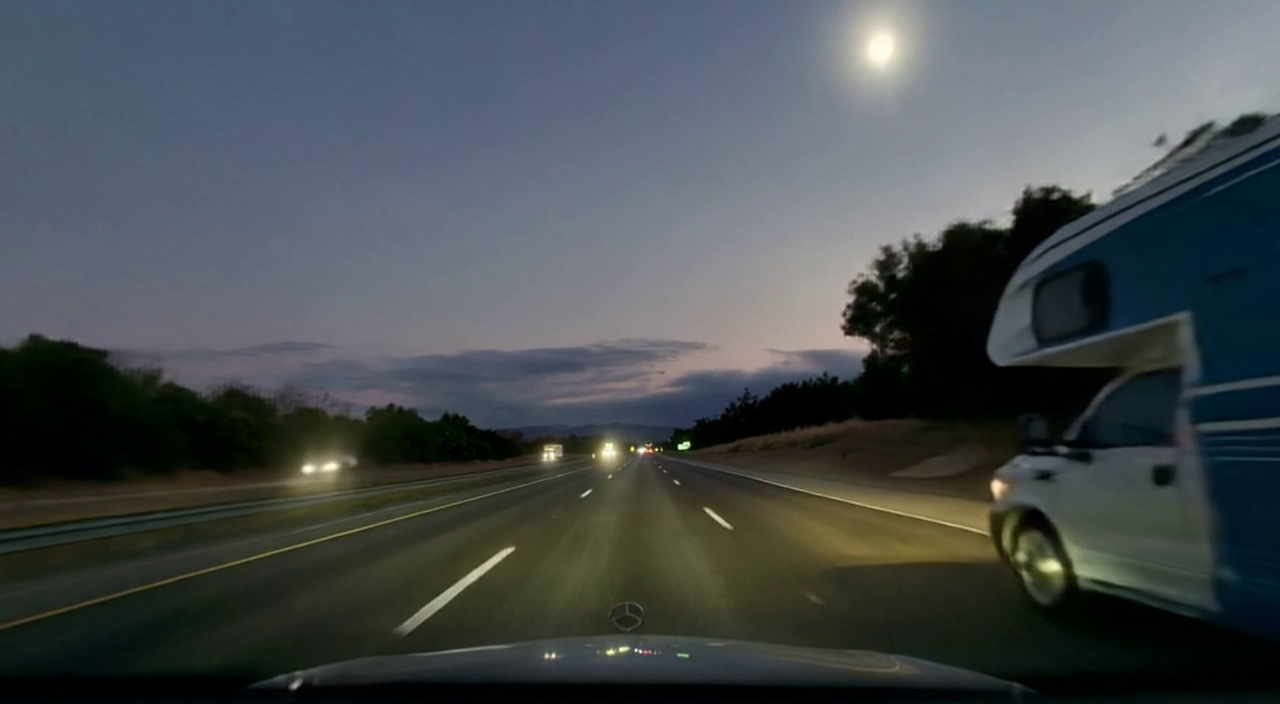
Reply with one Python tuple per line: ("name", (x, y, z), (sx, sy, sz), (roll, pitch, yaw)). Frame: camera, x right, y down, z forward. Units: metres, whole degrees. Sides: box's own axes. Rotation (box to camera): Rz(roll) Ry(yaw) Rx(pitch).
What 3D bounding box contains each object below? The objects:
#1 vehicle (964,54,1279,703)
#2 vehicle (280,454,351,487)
("vehicle", (3.711, 0.100, 1.333), (2.556, 2.763, 6.287), (0, -9, -1))
("vehicle", (-18.924, 6.912, 37.011), (1.907, 1.742, 4.139), (0, -9, 0))
